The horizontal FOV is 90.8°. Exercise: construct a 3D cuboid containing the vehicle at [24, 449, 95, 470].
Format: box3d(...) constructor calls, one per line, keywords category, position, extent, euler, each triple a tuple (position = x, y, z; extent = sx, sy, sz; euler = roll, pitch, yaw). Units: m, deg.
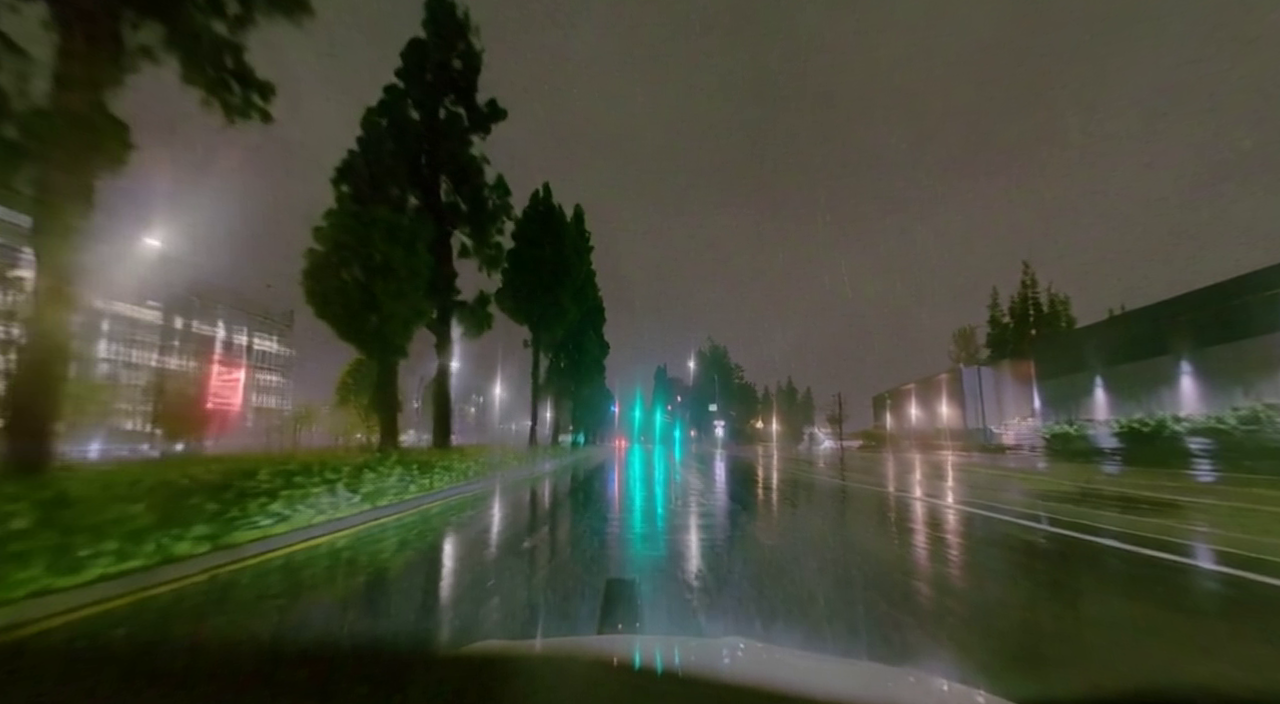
box3d(category="vehicle", position=(-44.353, 8.218, 48.323), extent=(3.709, 1.517, 1.833), euler=(-1, -9, 4))
